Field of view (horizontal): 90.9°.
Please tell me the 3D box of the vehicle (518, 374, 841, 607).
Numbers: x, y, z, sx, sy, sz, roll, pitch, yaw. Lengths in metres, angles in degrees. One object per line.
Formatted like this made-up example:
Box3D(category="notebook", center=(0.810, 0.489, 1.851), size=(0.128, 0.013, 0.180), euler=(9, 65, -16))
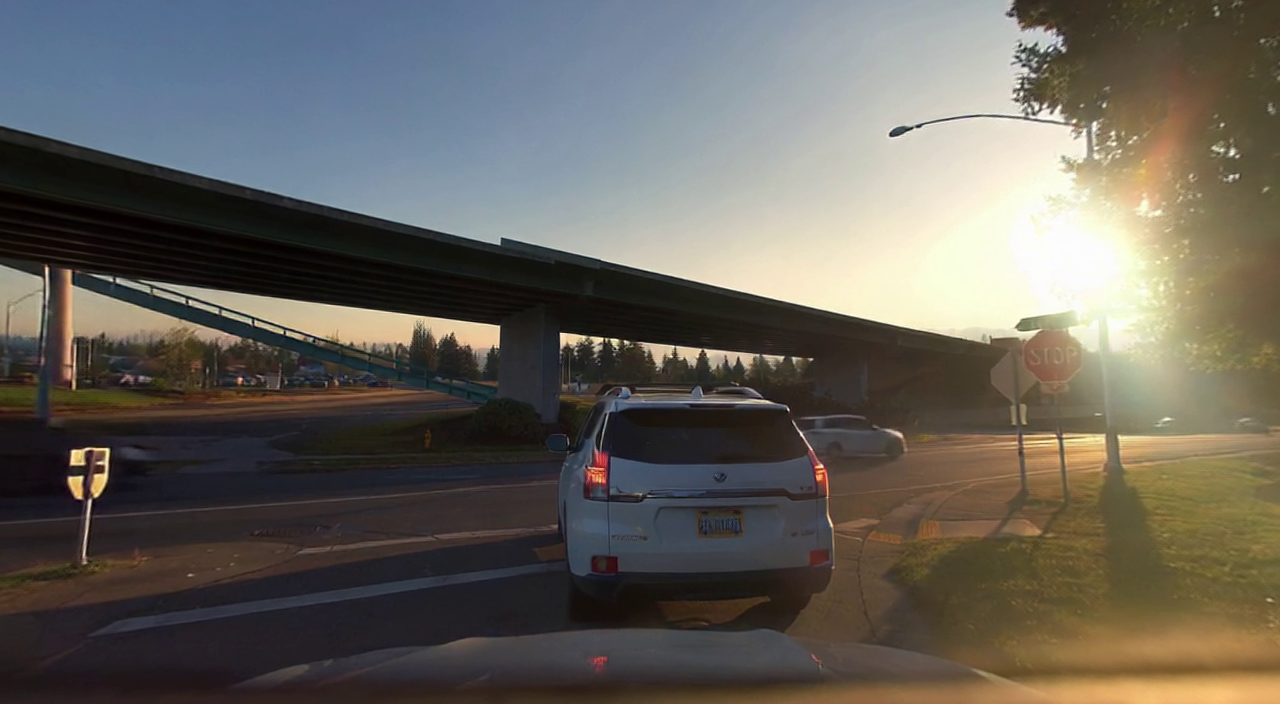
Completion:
Box3D(category="vehicle", center=(0.312, 1.399, 7.142), size=(2.494, 1.804, 4.336), euler=(0, -9, 0))
